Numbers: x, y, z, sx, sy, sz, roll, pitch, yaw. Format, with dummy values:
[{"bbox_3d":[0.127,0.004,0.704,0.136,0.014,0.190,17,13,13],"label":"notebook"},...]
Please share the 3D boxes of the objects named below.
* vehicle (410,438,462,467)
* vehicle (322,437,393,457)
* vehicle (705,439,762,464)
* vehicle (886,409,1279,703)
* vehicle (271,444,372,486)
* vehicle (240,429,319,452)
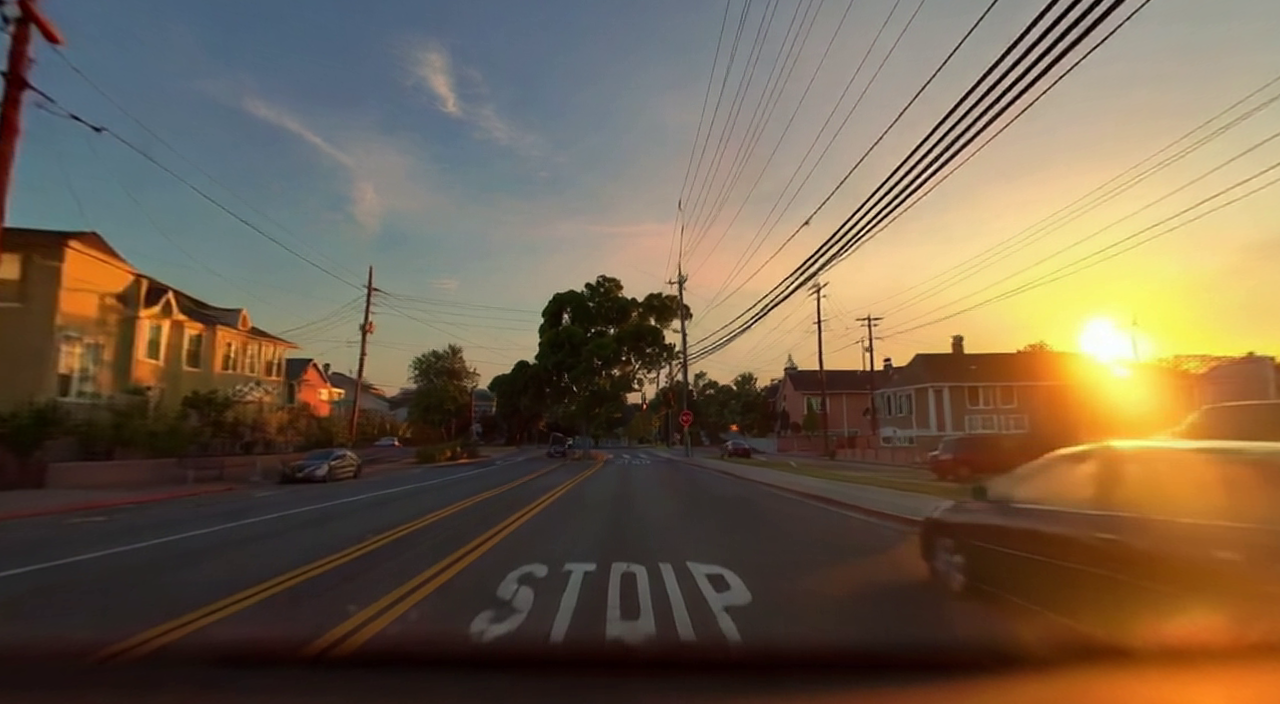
[{"bbox_3d":[-13.424,6.607,41.936,1.940,1.789,5.086,0,-8,-2],"label":"vehicle"},{"bbox_3d":[-22.066,7.441,49.509,4.647,1.515,2.009,1,-8,-6],"label":"vehicle"},{"bbox_3d":[5.892,6.332,40.394,2.081,1.496,4.490,2,-8,-14],"label":"vehicle"},{"bbox_3d":[3.339,1.095,3.472,1.917,1.434,4.733,0,-8,-2],"label":"vehicle"},{"bbox_3d":[-12.593,4.454,25.375,1.957,1.459,4.913,1,-8,-6],"label":"vehicle"},{"bbox_3d":[-27.732,6.842,48.750,4.842,1.690,1.938,1,-8,-9],"label":"vehicle"}]
